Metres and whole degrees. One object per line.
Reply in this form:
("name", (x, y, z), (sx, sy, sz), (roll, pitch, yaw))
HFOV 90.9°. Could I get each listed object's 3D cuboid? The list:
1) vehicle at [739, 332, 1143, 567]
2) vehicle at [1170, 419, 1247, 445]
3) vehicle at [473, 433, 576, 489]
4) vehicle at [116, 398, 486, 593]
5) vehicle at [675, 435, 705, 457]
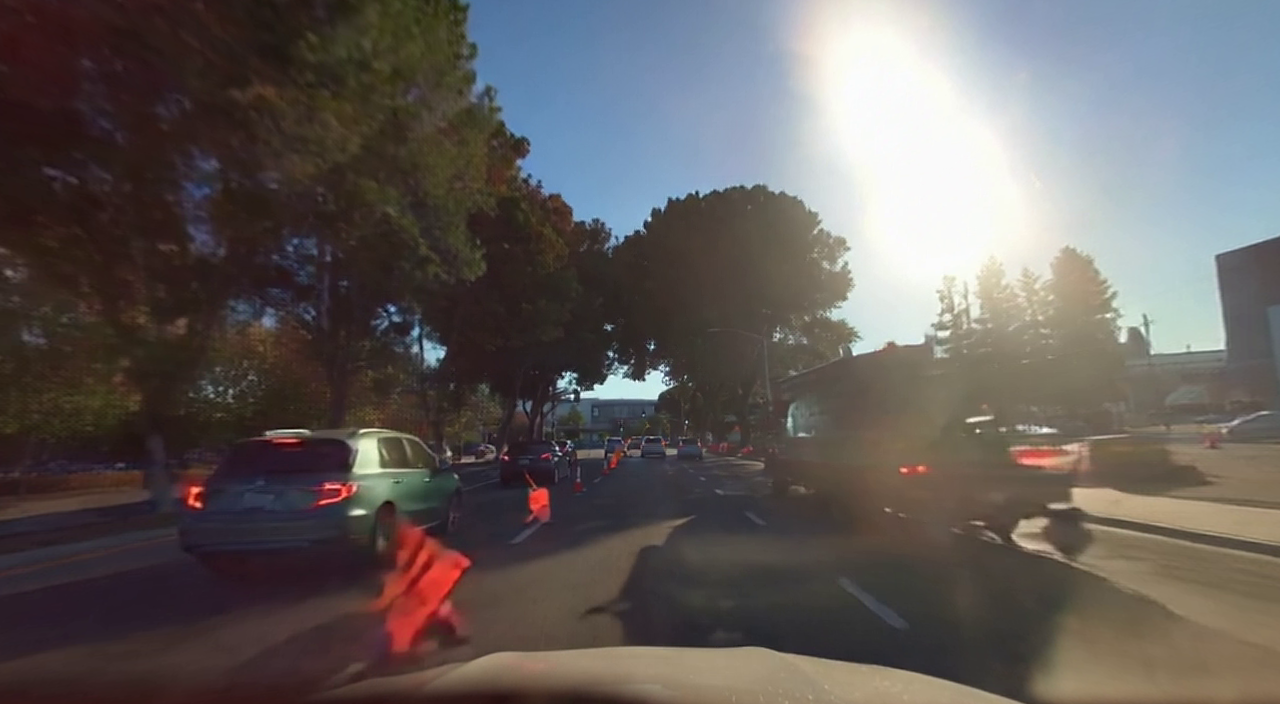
("vehicle", (3.790, 1.568, 10.658), (2.760, 2.465, 7.936), (0, -8, -1))
("vehicle", (35.863, 5.083, 39.875), (1.999, 1.564, 3.899), (-2, -8, 16))
("vehicle", (-3.351, 3.278, 19.337), (2.107, 1.482, 4.674), (0, -8, 2))
("vehicle", (-3.505, 1.563, 7.760), (2.038, 1.682, 4.399), (0, -8, 1))
("vehicle", (3.944, 7.294, 49.067), (1.984, 1.659, 4.226), (-1, -8, 9))
